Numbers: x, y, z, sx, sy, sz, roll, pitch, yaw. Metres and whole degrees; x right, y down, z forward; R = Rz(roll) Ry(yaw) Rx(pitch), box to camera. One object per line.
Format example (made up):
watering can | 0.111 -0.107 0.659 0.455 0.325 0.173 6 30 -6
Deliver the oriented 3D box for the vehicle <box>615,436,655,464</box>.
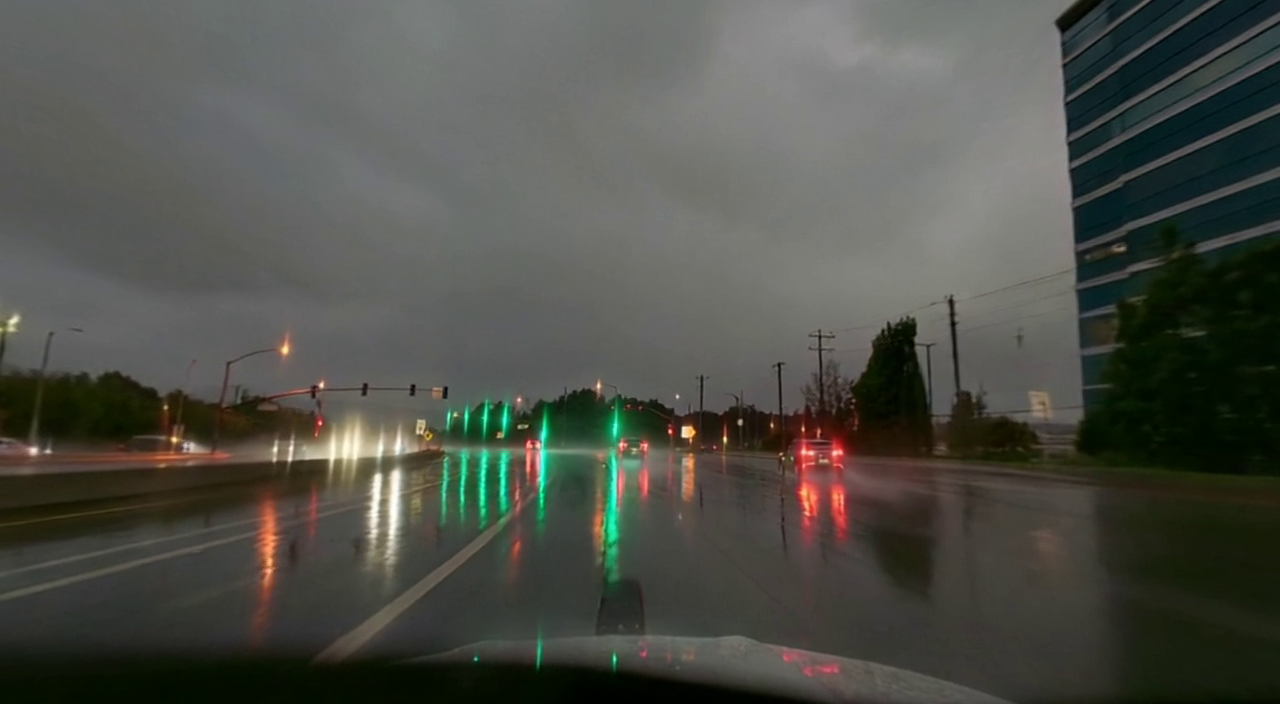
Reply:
vehicle | -0.372 6.346 40.963 2.024 1.724 3.928 1 -9 -9

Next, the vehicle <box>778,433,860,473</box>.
vehicle | 8.359 4.764 30.021 2.130 1.741 4.665 1 -8 -5
